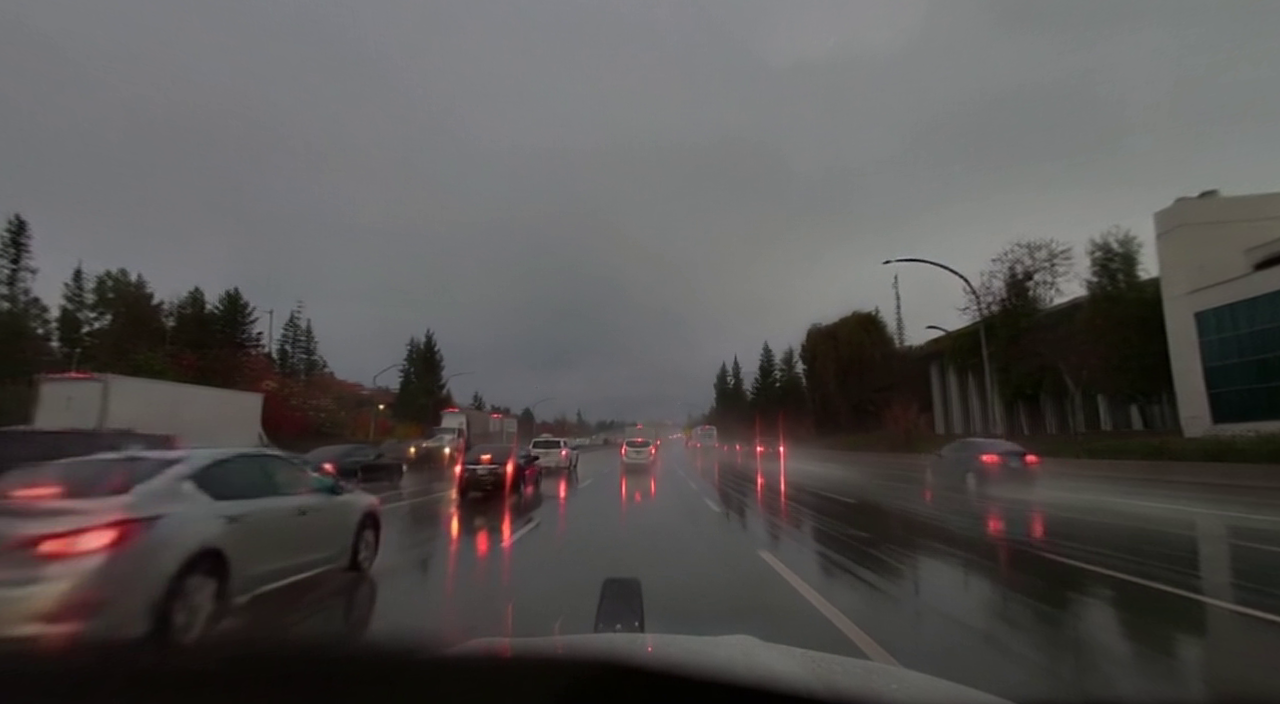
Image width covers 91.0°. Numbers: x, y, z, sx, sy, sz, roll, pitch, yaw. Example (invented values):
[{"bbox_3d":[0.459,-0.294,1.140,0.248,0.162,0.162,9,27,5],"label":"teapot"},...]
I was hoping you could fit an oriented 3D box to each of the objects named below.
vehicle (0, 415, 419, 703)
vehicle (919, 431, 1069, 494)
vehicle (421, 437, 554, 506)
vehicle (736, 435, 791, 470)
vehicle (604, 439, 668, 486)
[{"bbox_3d":[-3.591,1.357,5.122,2.025,1.449,4.190,0,-9,0],"label":"vehicle"},{"bbox_3d":[10.231,3.232,18.623,2.066,1.629,3.945,0,-9,-1],"label":"vehicle"},{"bbox_3d":[-3.589,2.926,15.820,2.098,1.463,4.578,0,-9,1],"label":"vehicle"},{"bbox_3d":[6.482,5.341,33.560,1.992,1.745,4.329,0,-9,-1],"label":"vehicle"},{"bbox_3d":[-0.140,3.814,21.998,2.053,1.461,3.941,0,-9,0],"label":"vehicle"}]
